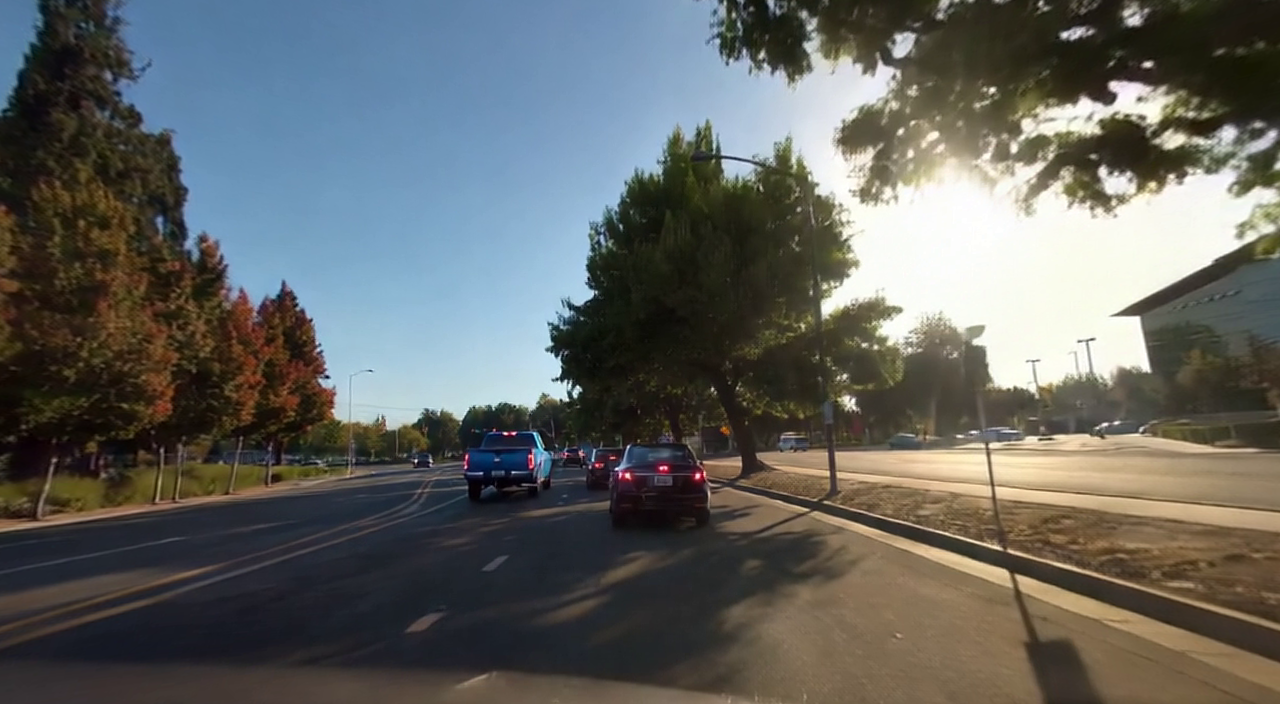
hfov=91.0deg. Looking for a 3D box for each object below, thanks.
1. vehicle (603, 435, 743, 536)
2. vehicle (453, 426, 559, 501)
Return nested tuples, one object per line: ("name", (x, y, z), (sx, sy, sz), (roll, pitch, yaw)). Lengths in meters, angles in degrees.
("vehicle", (0.399, 2.382, 11.796), (2.142, 1.528, 4.133), (1, -9, -3))
("vehicle", (-3.987, 3.466, 19.922), (2.512, 1.992, 5.725), (1, -9, -5))
